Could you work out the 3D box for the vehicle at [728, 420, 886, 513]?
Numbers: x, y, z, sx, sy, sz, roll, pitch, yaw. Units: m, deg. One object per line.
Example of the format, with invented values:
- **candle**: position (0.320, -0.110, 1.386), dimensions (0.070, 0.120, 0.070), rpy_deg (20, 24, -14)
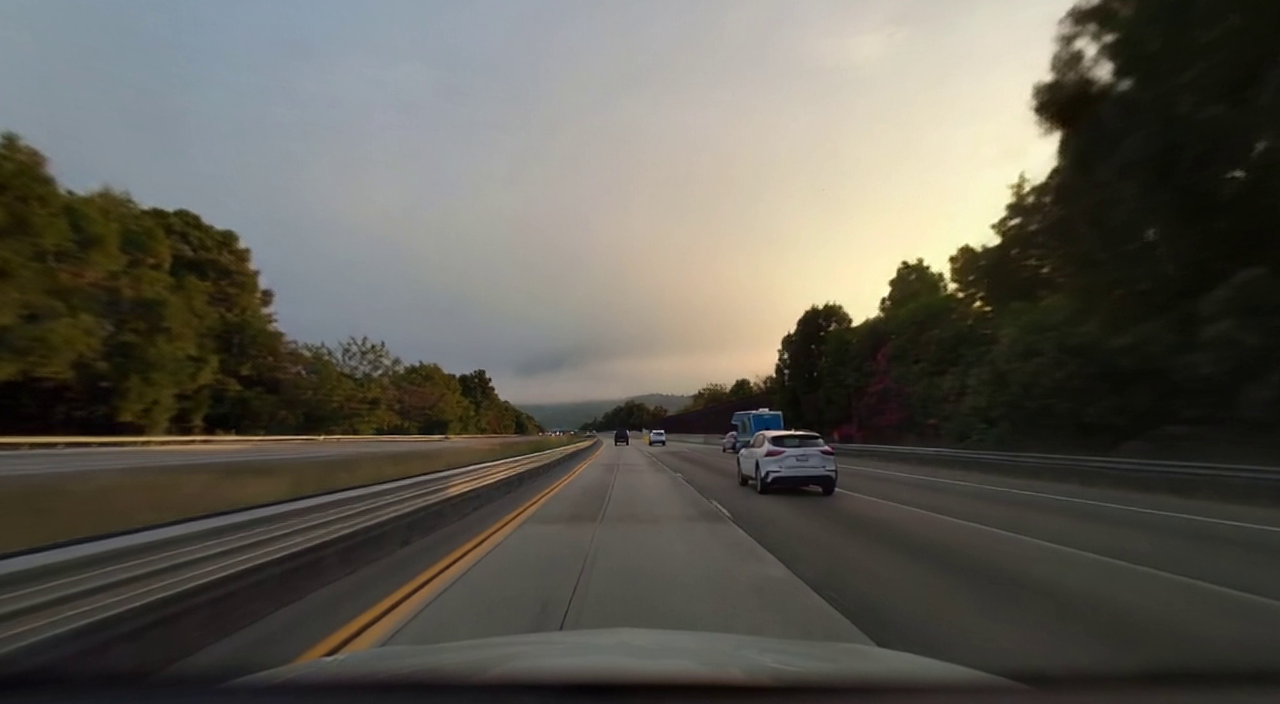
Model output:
- **vehicle**: position (3.122, 2.218, 12.707), dimensions (2.002, 1.569, 3.845), rpy_deg (0, -8, -2)
